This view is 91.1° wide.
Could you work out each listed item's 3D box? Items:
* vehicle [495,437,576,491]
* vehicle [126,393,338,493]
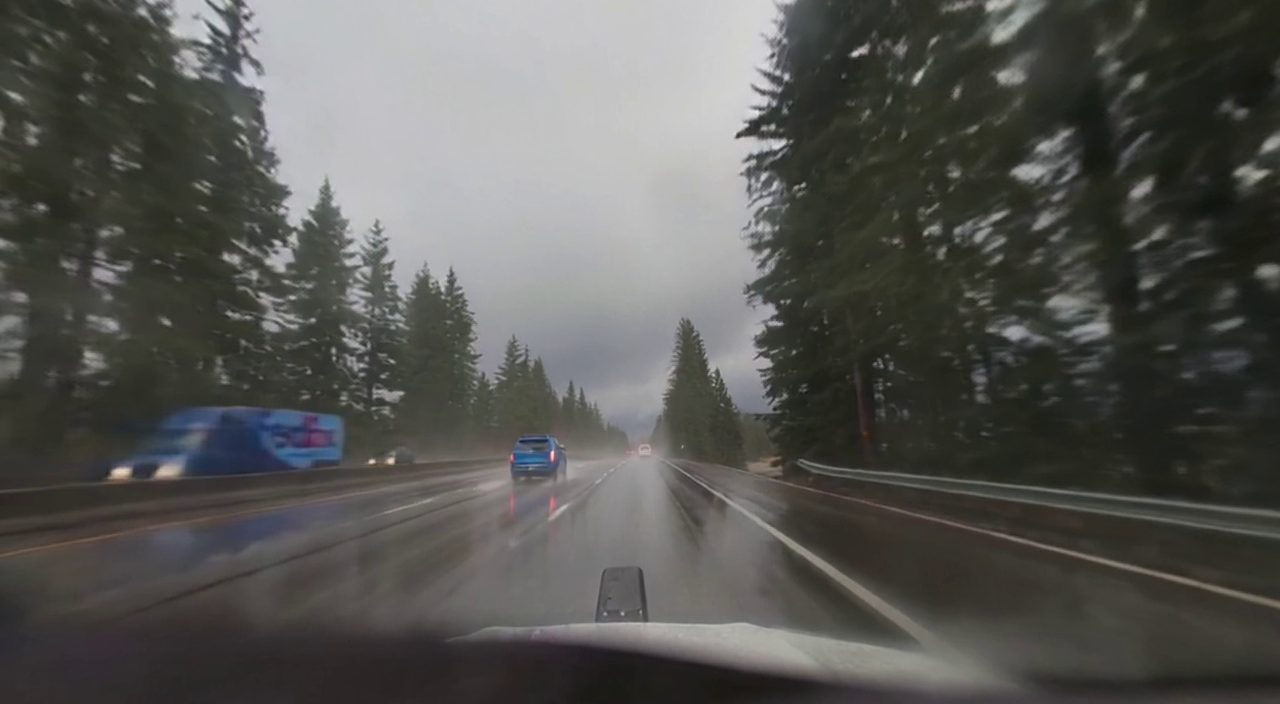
[{"bbox_3d":[-3.672,4.012,22.932,2.084,1.752,4.479,0,-9,2],"label":"vehicle"},{"bbox_3d":[-17.718,4.152,28.496,3.218,3.782,9.130,0,-9,1],"label":"vehicle"}]
